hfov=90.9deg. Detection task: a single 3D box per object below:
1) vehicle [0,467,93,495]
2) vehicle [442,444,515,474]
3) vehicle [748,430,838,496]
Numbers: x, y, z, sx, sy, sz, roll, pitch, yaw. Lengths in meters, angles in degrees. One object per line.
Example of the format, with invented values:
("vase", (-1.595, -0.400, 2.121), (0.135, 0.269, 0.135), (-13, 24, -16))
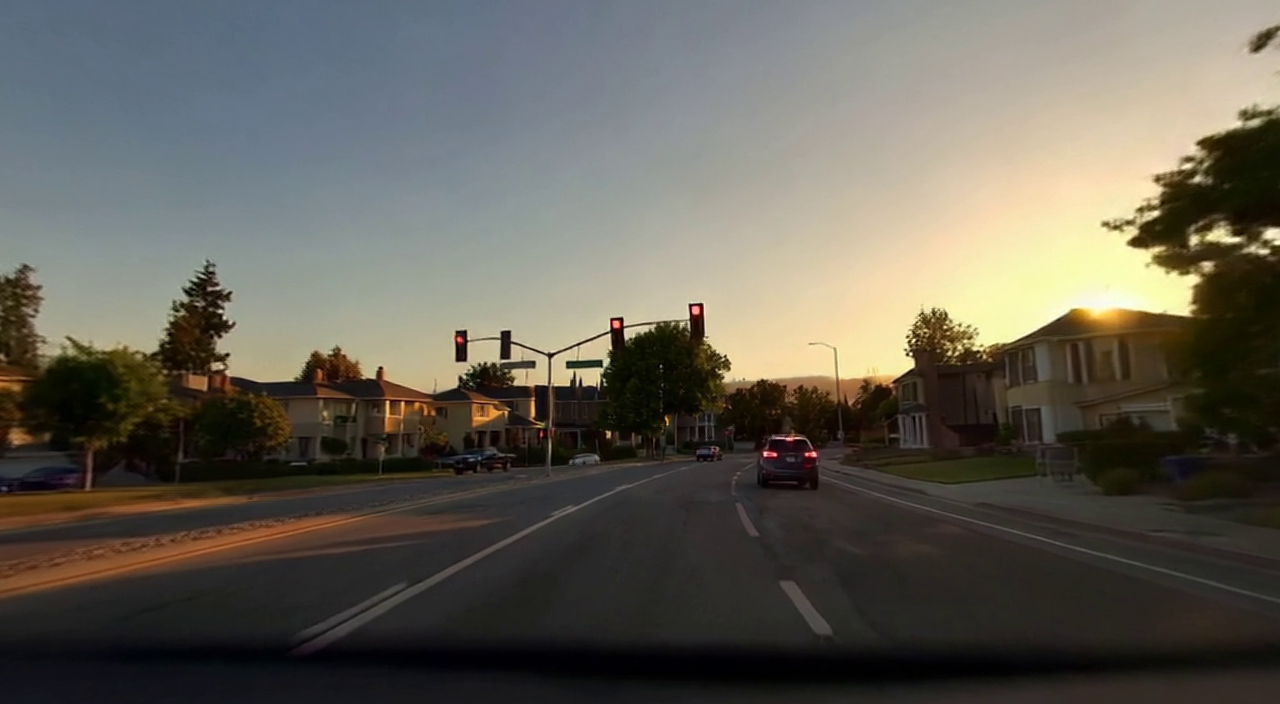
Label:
("vehicle", (-34.493, 7.372, 36.202), (4.283, 1.478, 2.003), (0, -8, 2))
("vehicle", (-11.353, 7.585, 45.019), (2.555, 2.009, 6.050), (-2, -9, 12))
("vehicle", (4.740, 3.505, 20.301), (2.141, 1.833, 4.704), (-1, -8, 6))
